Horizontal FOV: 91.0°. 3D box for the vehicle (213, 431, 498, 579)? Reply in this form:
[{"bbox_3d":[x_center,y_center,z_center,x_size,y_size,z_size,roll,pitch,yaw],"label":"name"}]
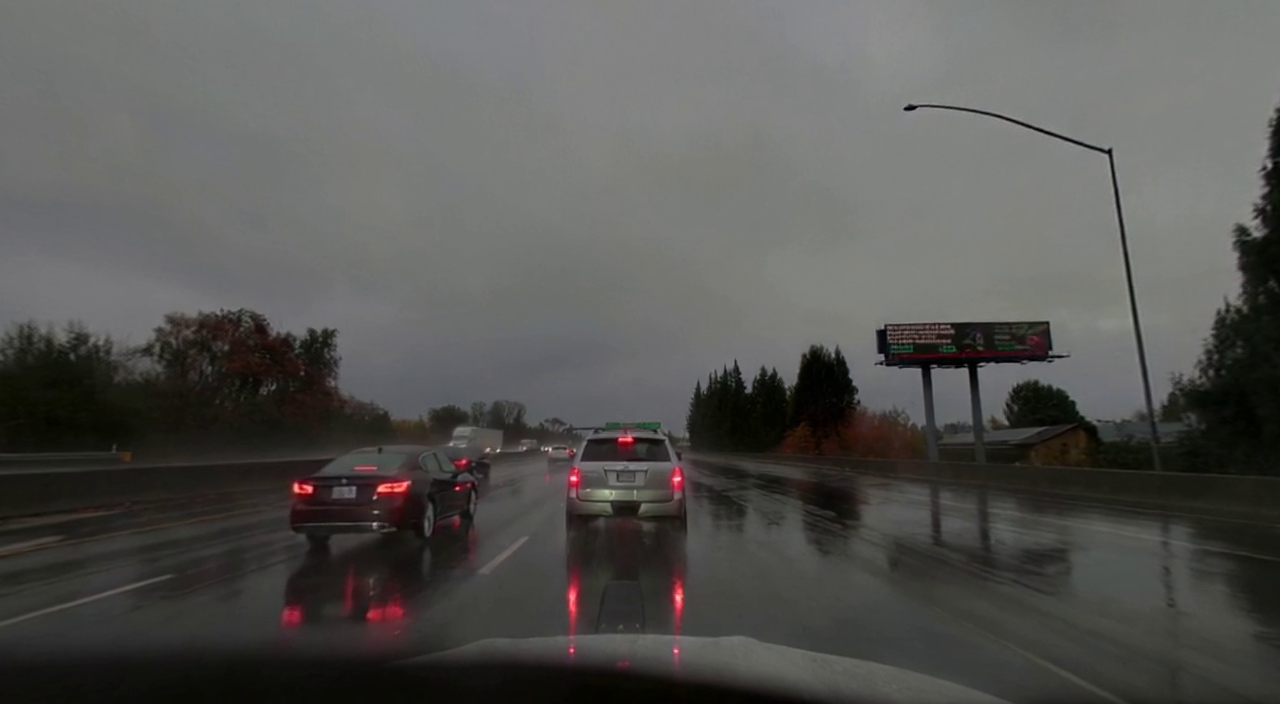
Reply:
[{"bbox_3d":[-3.483,1.938,8.868,1.889,1.522,4.465,0,-9,1],"label":"vehicle"}]

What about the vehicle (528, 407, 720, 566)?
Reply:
[{"bbox_3d":[-0.223,1.852,9.462,2.127,1.749,4.776,0,-9,-1],"label":"vehicle"}]
